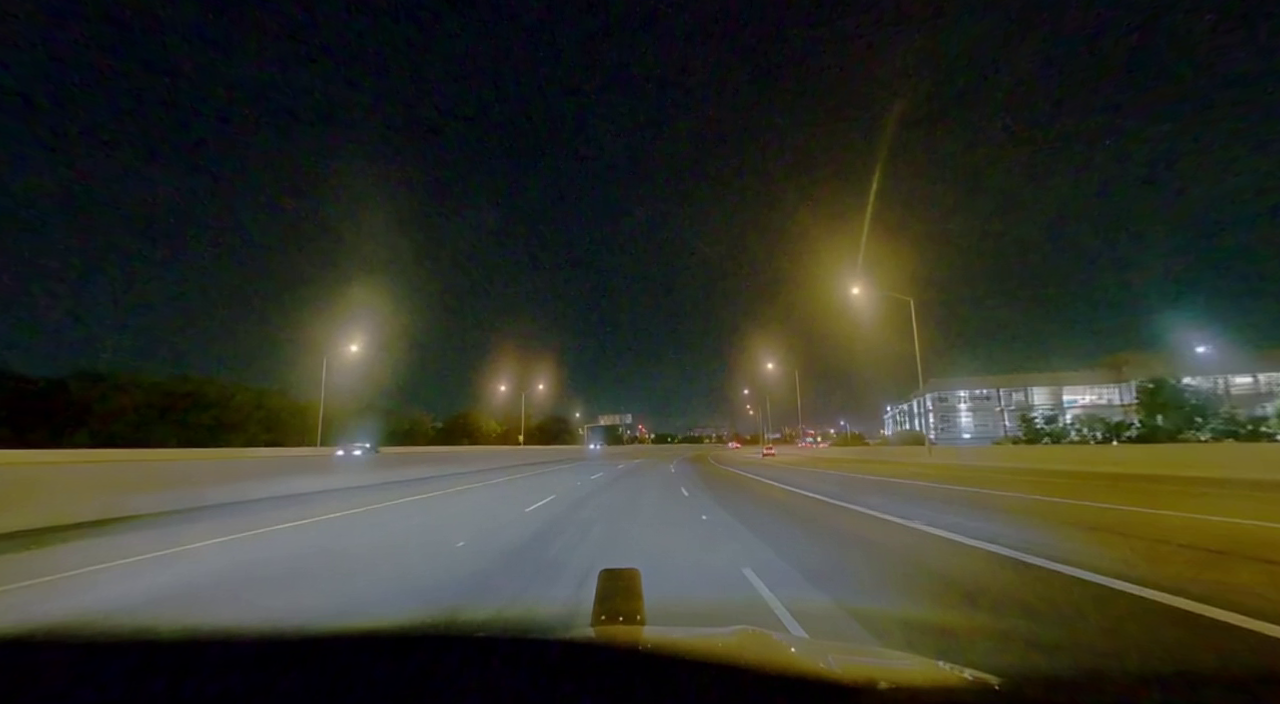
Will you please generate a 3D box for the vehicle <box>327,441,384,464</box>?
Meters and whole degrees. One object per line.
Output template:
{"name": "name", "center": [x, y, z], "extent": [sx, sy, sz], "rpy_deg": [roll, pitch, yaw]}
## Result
{"name": "vehicle", "center": [-22.119, 7.850, 49.378], "extent": [2.120, 1.702, 4.469], "rpy_deg": [-1, -9, 4]}
